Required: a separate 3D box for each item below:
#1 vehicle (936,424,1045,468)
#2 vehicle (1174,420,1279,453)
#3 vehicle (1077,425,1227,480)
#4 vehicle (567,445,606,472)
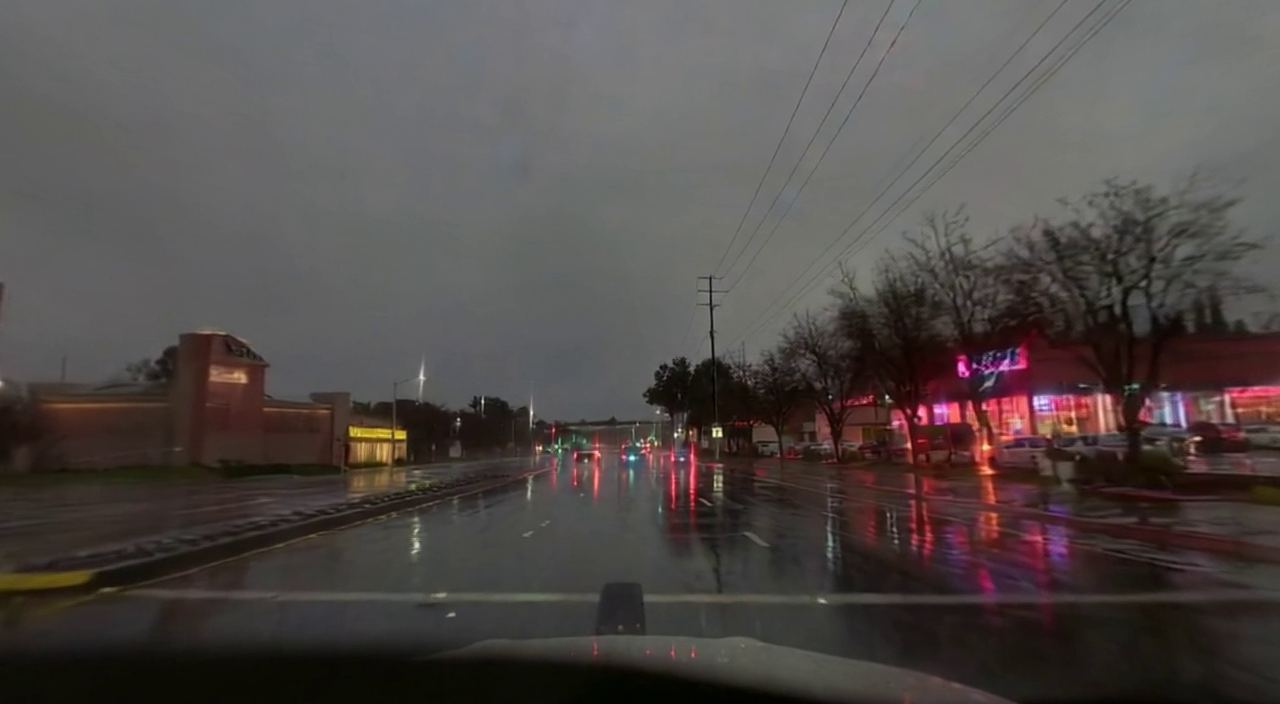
[{"bbox_3d":[16.573,4.439,29.820,5.004,1.893,2.228,5,-10,-32],"label":"vehicle"},{"bbox_3d":[35.173,5.087,37.491,2.253,1.809,4.944,1,-9,-6],"label":"vehicle"},{"bbox_3d":[16.311,3.176,20.101,4.673,1.555,2.010,5,-10,-30],"label":"vehicle"},{"bbox_3d":[-3.317,6.719,40.043,2.035,1.564,4.702,0,-8,0],"label":"vehicle"}]
